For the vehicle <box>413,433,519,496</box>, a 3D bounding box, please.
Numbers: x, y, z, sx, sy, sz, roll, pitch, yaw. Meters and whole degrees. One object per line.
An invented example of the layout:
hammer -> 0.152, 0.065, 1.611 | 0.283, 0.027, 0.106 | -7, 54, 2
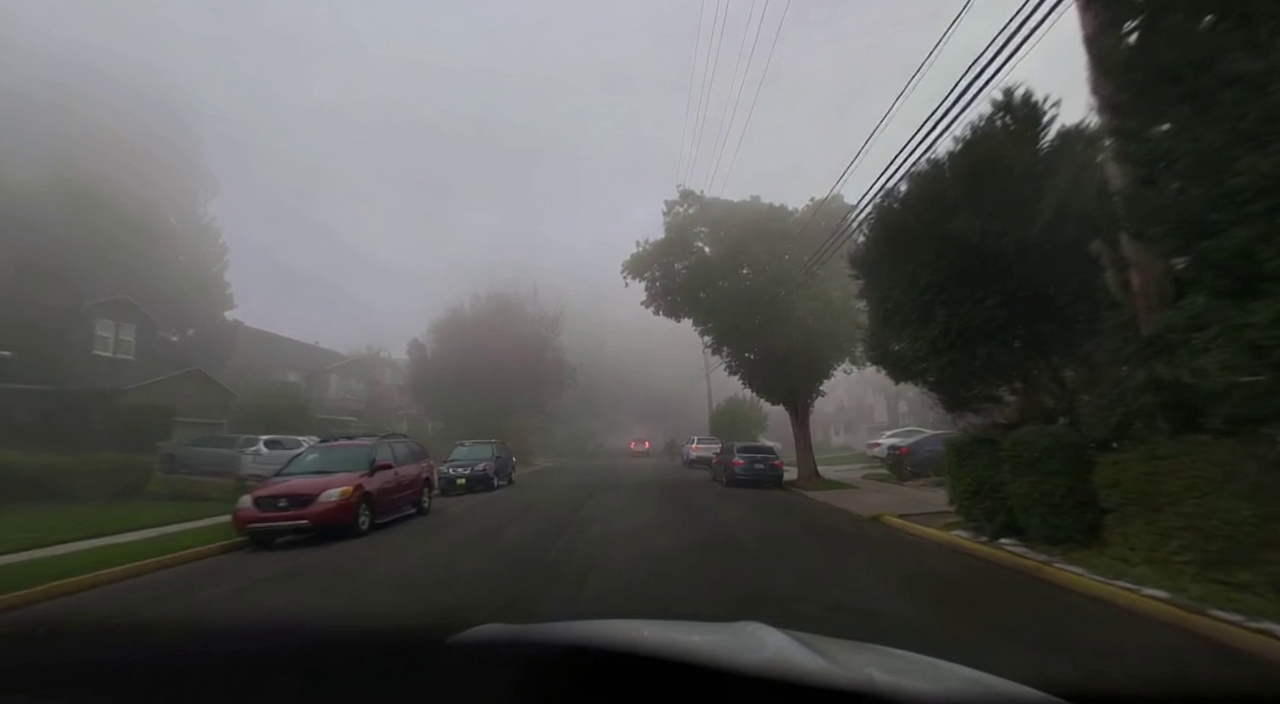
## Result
vehicle -> -5.280, 3.480, 19.849 | 2.103, 1.731, 4.197 | 0, -9, 0

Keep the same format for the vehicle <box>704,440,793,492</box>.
vehicle -> 3.384, 3.673, 20.787 | 2.008, 1.482, 4.891 | 0, -8, -1

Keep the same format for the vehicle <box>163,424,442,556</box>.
vehicle -> -5.396, 2.169, 11.097 | 2.275, 1.781, 4.682 | 1, -7, 0

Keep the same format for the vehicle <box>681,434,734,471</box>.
vehicle -> 3.500, 5.362, 33.884 | 2.280, 1.820, 5.001 | 0, -8, 0

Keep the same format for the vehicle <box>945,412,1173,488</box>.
vehicle -> 11.387, 2.673, 17.435 | 4.776, 1.602, 1.968 | -4, -8, 0
